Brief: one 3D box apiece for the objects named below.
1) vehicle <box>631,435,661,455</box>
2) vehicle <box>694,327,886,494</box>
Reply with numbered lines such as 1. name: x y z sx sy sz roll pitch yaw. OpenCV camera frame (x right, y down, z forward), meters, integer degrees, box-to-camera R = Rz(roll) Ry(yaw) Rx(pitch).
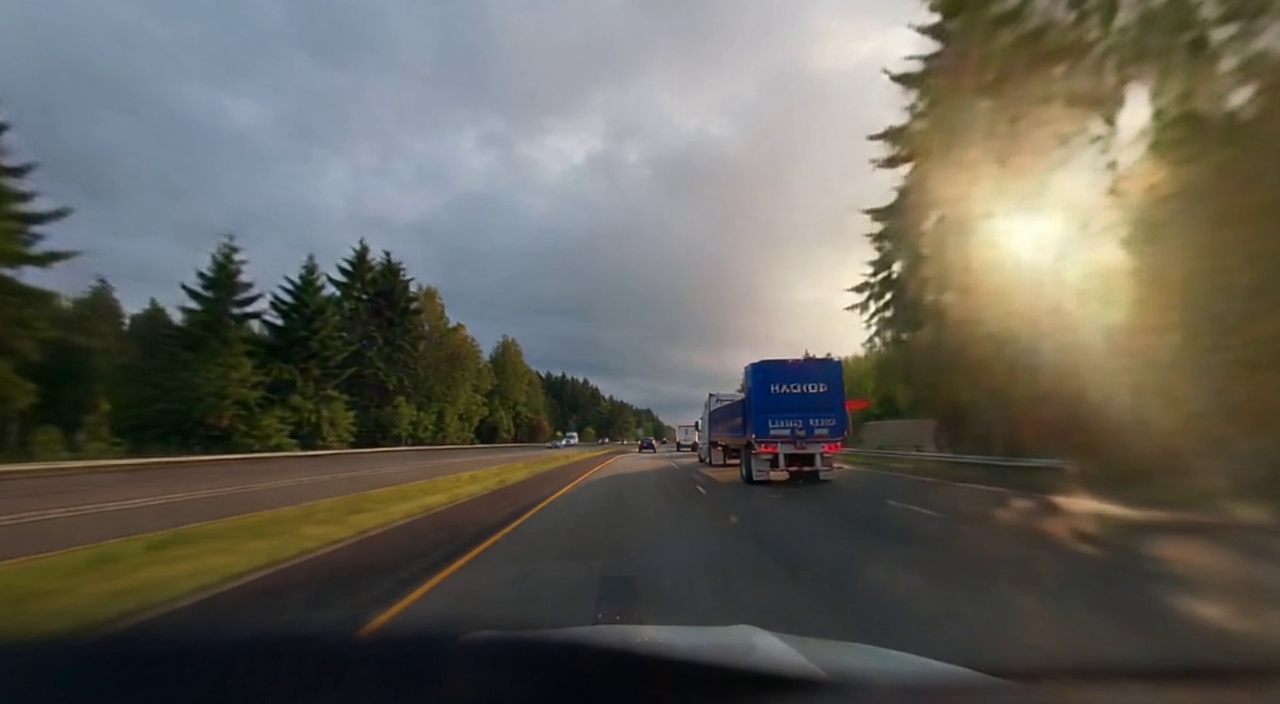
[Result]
1. vehicle: 0.464 7.182 48.918 2.209 1.499 4.144 0 -8 1
2. vehicle: 4.224 2.315 22.247 3.171 4.072 13.784 0 -8 -1
